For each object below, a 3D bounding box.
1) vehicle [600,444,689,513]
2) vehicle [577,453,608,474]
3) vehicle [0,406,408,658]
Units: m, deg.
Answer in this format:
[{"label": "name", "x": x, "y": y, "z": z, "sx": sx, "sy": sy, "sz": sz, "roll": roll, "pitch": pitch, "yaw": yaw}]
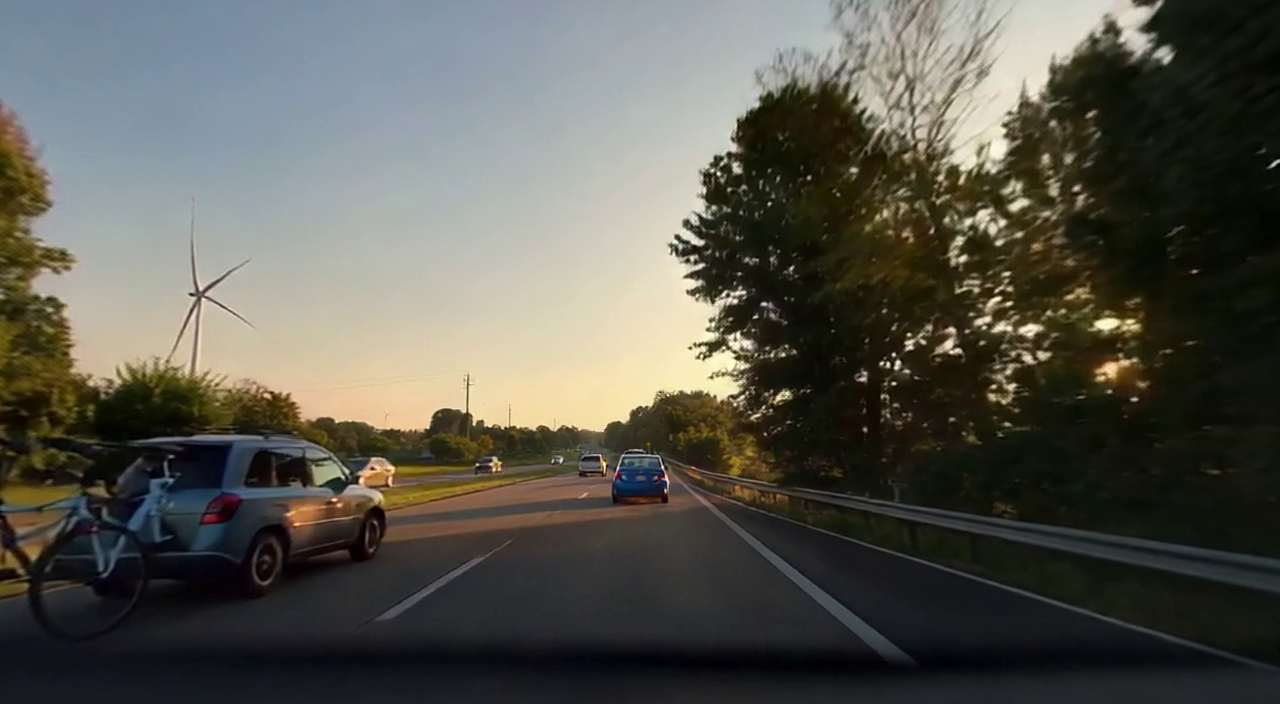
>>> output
[{"label": "vehicle", "x": 0.120, "y": 3.270, "z": 16.765, "sx": 2.063, "sy": 1.582, "sz": 3.955, "roll": 0, "pitch": -9, "yaw": 0}, {"label": "vehicle", "x": -3.539, "y": 8.397, "z": 47.591, "sx": 2.059, "sy": 1.455, "sz": 4.205, "roll": 0, "pitch": -9, "yaw": 0}, {"label": "vehicle", "x": -4.110, "y": 1.538, "z": 6.349, "sx": 1.962, "sy": 1.681, "sz": 4.033, "roll": 0, "pitch": -9, "yaw": 0}]
